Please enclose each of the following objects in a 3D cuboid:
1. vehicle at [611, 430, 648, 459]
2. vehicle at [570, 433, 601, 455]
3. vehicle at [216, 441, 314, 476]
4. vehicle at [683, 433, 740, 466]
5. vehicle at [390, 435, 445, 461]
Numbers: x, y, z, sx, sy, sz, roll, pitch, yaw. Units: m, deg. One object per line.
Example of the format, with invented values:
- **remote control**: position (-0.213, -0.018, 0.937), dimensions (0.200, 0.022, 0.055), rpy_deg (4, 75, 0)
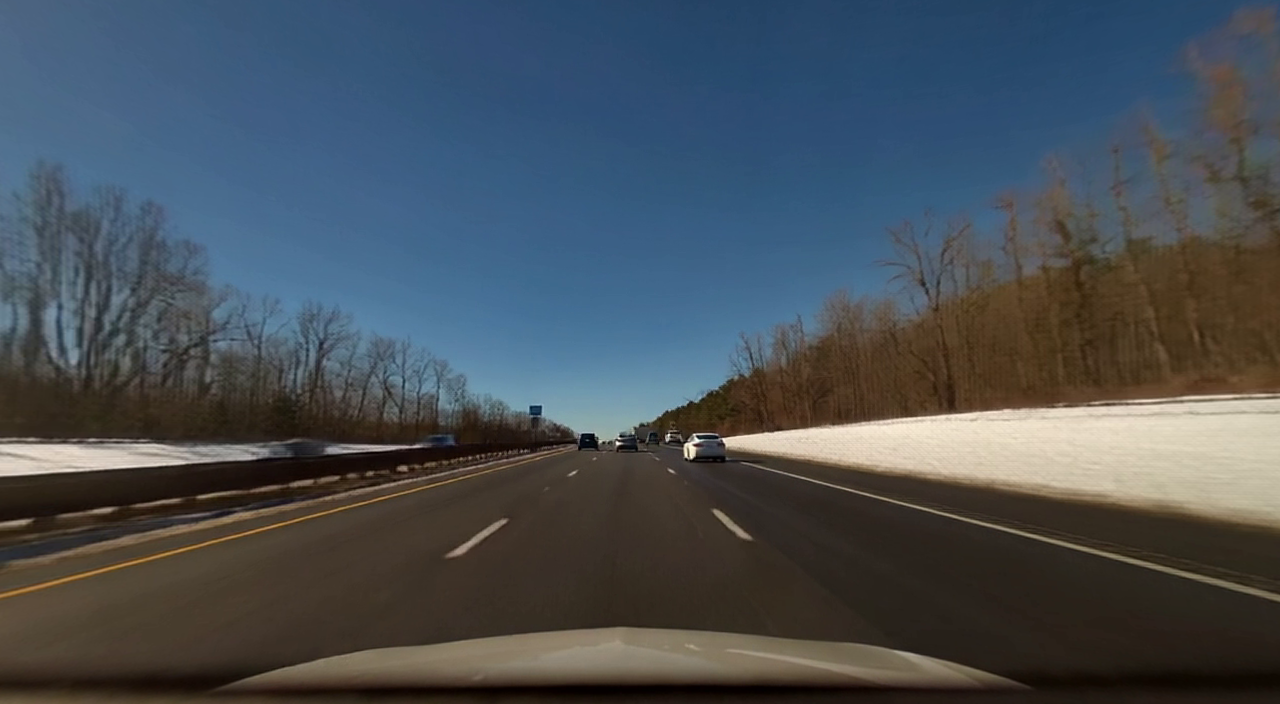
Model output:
- **vehicle**: position (-0.659, 5.727, 39.102), dimensions (2.182, 1.680, 4.253), rpy_deg (0, -8, -1)
- **vehicle**: position (-4.047, 6.926, 47.310), dimensions (2.041, 1.546, 4.080), rpy_deg (0, -8, -1)
- **vehicle**: position (-17.243, 4.877, 29.164), dimensions (1.982, 1.503, 4.149), rpy_deg (0, -8, 0)
- **vehicle**: position (3.380, 4.694, 30.621), dimensions (2.056, 1.479, 4.660), rpy_deg (0, -8, -2)
- **vehicle**: position (-13.381, 5.769, 38.023), dimensions (1.861, 1.479, 3.811), rpy_deg (0, -8, 0)
